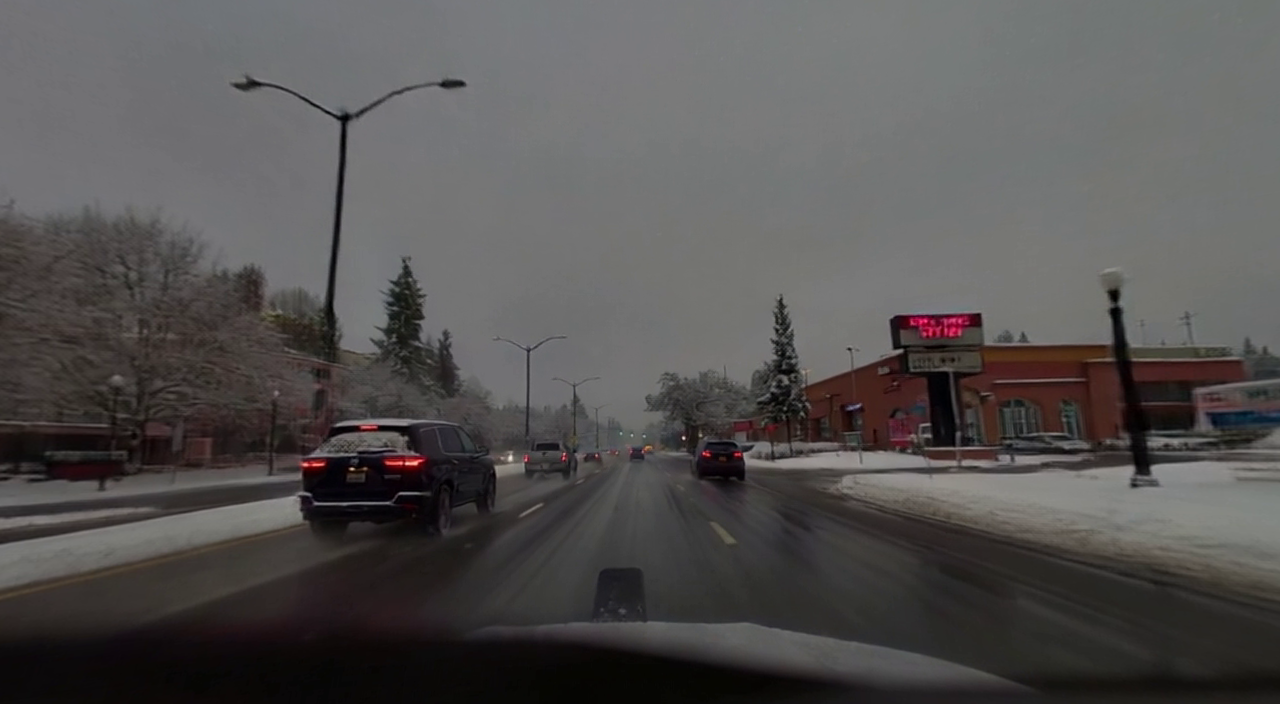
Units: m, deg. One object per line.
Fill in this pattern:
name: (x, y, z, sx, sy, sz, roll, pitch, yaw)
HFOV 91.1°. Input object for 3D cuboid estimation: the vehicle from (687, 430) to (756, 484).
vehicle: (3.082, 4.081, 24.673, 2.024, 1.921, 4.431, 0, -9, -1)

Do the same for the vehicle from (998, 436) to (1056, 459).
vehicle: (30.108, 7.450, 48.981, 1.830, 1.651, 3.967, 0, -8, -2)

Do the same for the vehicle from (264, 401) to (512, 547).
vehicle: (-3.852, 1.982, 10.818, 2.210, 1.925, 4.838, 0, -9, 0)

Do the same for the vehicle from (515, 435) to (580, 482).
vehicle: (-3.773, 4.424, 26.364, 2.014, 1.775, 4.404, 0, -9, 1)

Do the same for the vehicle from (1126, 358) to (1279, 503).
vehicle: (15.753, 1.792, 14.287, 2.642, 3.252, 8.515, 0, -8, 1)

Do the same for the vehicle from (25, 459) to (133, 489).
vehicle: (-31.111, 6.734, 35.004, 4.266, 1.457, 1.832, 7, -11, -39)

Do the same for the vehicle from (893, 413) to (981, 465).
vehicle: (21.745, 6.480, 46.426, 2.758, 3.509, 7.034, 0, -9, -2)

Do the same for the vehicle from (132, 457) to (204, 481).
vehicle: (-31.251, 7.732, 41.684, 3.607, 1.428, 1.639, 6, -10, -33)

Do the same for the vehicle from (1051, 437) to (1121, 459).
vehicle: (30.638, 6.613, 43.259, 1.735, 1.478, 4.040, 0, -9, -2)

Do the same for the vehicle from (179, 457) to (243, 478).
vehicle: (-31.164, 8.403, 45.650, 3.686, 1.382, 1.629, 6, -11, -36)
